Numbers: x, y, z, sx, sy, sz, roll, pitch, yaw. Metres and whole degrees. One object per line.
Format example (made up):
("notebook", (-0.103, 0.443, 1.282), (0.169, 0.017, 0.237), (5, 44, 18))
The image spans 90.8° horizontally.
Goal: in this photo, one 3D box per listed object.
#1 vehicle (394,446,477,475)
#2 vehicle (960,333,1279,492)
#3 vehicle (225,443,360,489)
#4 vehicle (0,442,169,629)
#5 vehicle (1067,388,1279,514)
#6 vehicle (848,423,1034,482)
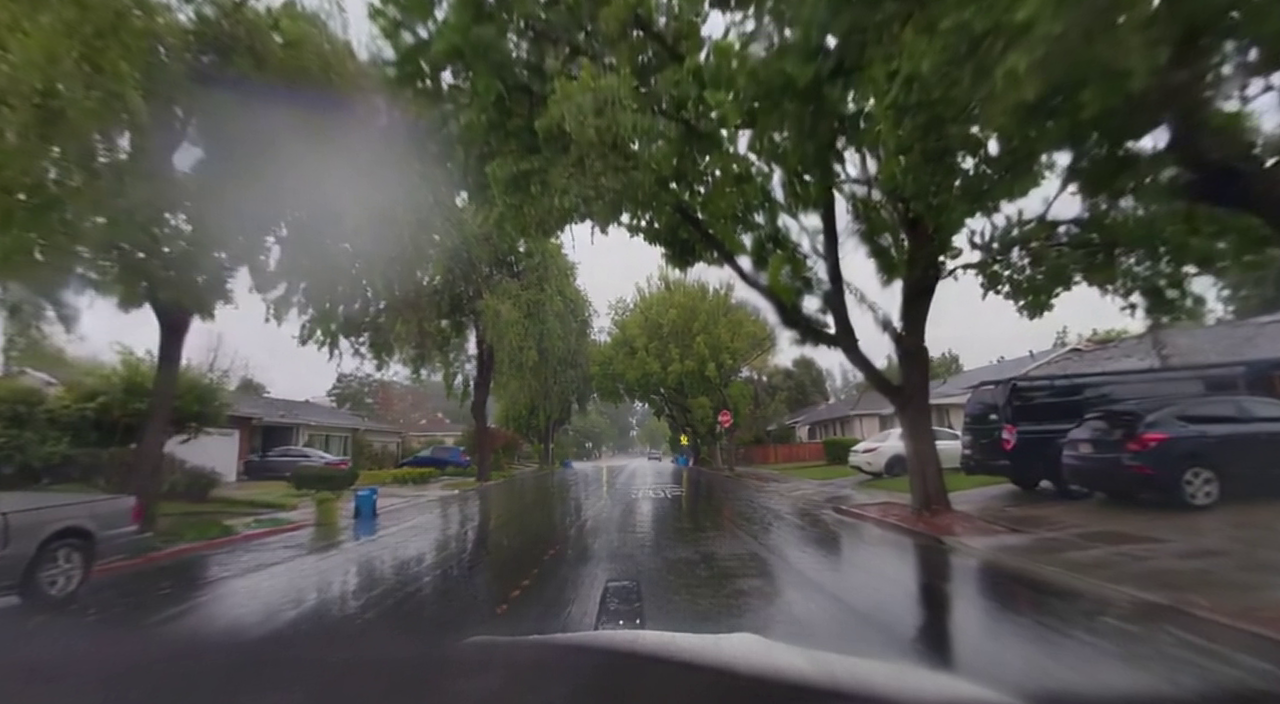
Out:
("vehicle", (-13.492, 7.168, 41.897), (4.809, 1.865, 2.093), (0, -9, -1))
("vehicle", (11.486, 1.398, 13.888), (7.302, 3.055, 2.848), (1, -8, -2))
("vehicle", (-14.310, 4.657, 26.132), (4.493, 1.776, 1.997), (-1, -9, 9))
("vehicle", (-6.408, 1.477, 4.467), (2.099, 1.532, 5.262), (-4, -9, 1))
("vehicle", (10.641, 1.653, 10.655), (5.235, 1.891, 2.102), (0, -9, 1))
("vehicle", (10.062, 3.392, 21.408), (5.234, 1.868, 2.014), (0, -9, -3))
